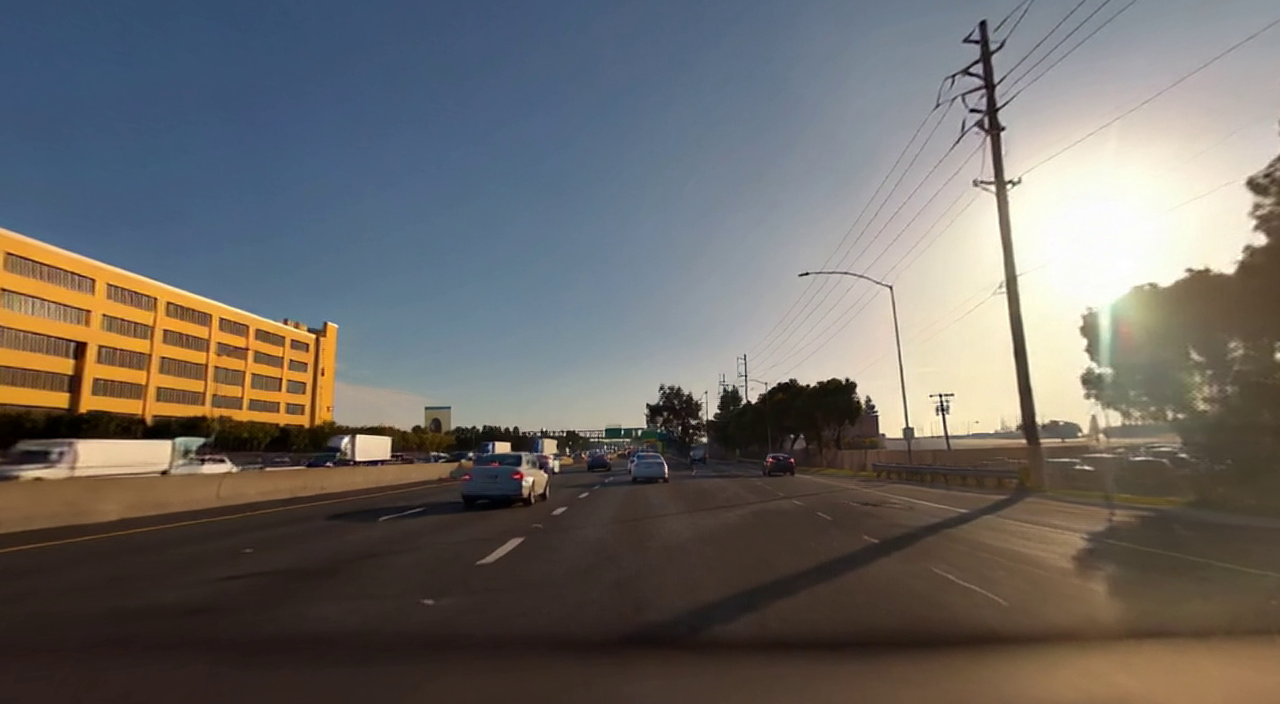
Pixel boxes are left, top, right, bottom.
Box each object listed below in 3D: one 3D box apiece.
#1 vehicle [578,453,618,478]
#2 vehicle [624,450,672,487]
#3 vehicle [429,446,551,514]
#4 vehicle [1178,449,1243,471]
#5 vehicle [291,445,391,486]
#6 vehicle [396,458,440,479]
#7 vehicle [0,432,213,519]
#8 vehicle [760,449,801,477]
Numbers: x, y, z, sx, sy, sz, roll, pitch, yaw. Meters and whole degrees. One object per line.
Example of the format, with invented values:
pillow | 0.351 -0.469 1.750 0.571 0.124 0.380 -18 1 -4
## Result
vehicle | -2.663 7.316 40.939 2.034 1.466 4.363 -1 -8 3
vehicle | 0.358 5.436 29.724 2.107 1.538 3.999 -1 -8 1
vehicle | -3.772 3.299 16.835 2.059 1.508 4.662 -1 -8 1
vehicle | 43.527 8.251 48.113 3.458 1.409 1.632 -2 -8 -6
vehicle | -12.406 4.705 26.565 1.991 1.537 4.464 -1 -8 0
vehicle | -16.547 8.661 47.177 1.834 1.406 3.789 0 -8 0
vehicle | -12.774 2.813 14.927 2.037 1.712 4.530 -1 -8 1
vehicle | 9.805 7.758 44.449 2.106 1.817 4.845 -1 -8 4
